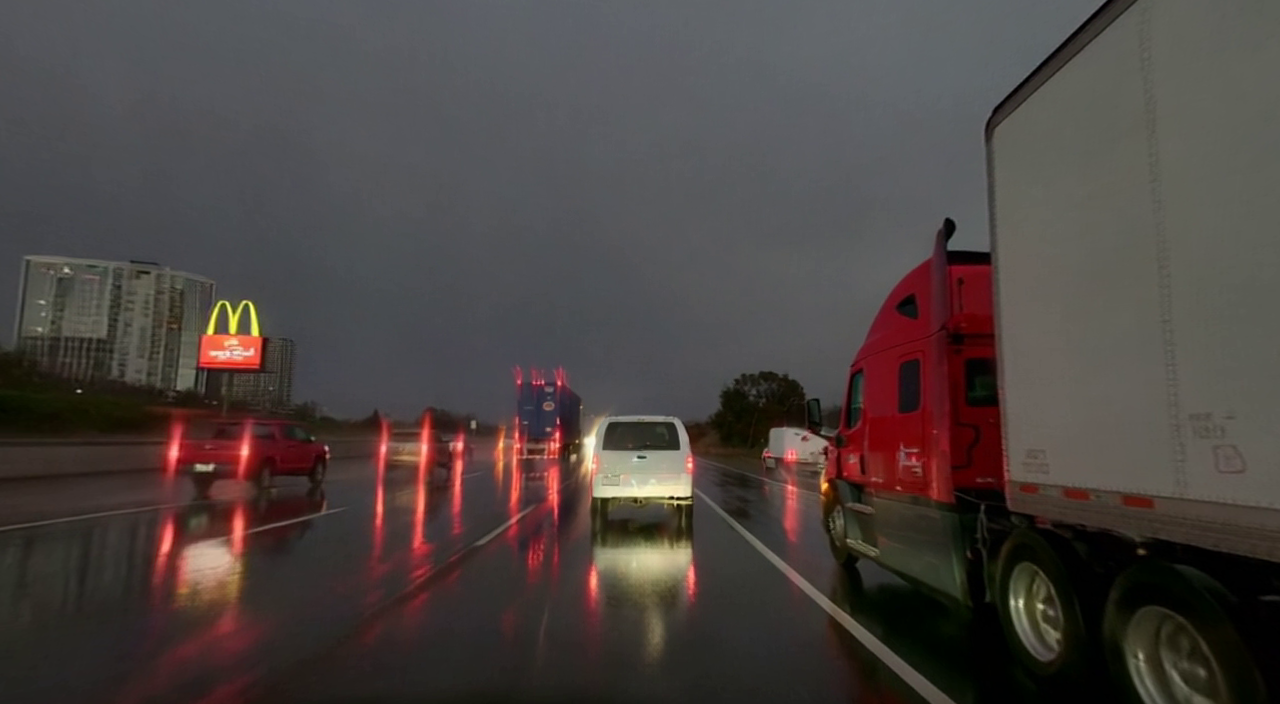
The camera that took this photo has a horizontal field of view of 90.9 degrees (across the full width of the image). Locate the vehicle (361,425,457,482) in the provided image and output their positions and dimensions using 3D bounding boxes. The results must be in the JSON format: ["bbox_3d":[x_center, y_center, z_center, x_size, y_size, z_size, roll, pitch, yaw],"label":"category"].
[{"bbox_3d":[-7.828,3.488,21.827,1.854,1.740,4.151,0,-9,-2],"label":"vehicle"}]

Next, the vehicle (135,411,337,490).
[{"bbox_3d":[-11.698,2.951,19.032,2.240,1.995,5.854,0,-9,-1],"label":"vehicle"}]

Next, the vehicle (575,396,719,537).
[{"bbox_3d":[0.044,1.859,10.662,1.947,1.910,4.040,0,-9,-1],"label":"vehicle"}]

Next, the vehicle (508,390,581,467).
[{"bbox_3d":[-4.772,4.132,33.209,2.814,3.513,8.529,0,-9,-2],"label":"vehicle"}]
